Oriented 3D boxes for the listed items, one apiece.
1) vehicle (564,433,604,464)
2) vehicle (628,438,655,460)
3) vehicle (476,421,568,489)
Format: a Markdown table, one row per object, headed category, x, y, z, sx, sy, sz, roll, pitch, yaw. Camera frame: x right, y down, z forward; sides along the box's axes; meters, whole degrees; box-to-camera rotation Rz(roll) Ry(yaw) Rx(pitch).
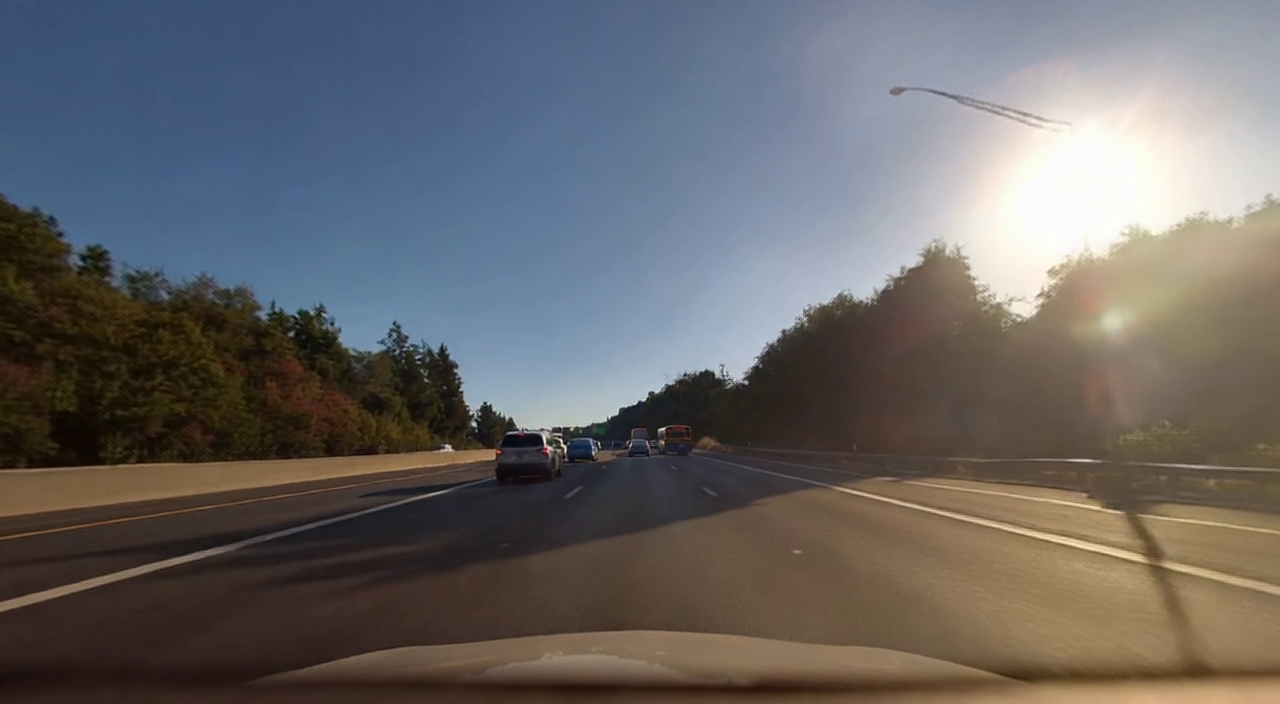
| category | x | y | z | sx | sy | sz | roll | pitch | yaw |
| --- | --- | --- | --- | --- | --- | --- | --- | --- | --- |
| vehicle | -3.495 | 6.133 | 40.243 | 2.155 | 1.843 | 4.567 | 0 | -8 | 0 |
| vehicle | 0.127 | 7.632 | 49.539 | 2.042 | 1.632 | 3.654 | 0 | -8 | -1 |
| vehicle | -3.639 | 3.283 | 20.343 | 2.016 | 1.898 | 4.458 | 0 | -8 | 1 |
